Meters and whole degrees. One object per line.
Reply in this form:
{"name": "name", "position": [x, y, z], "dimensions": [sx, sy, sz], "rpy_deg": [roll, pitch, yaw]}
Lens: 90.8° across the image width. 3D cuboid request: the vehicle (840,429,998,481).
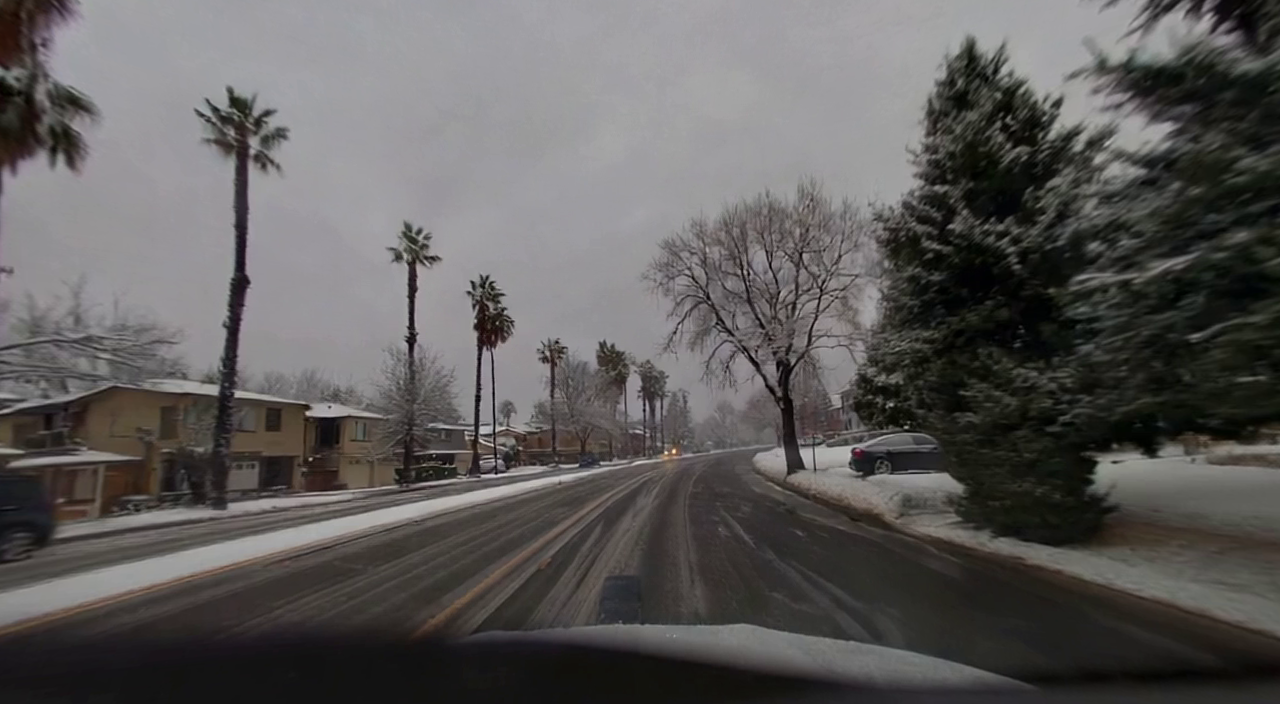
{"name": "vehicle", "position": [9.735, 3.633, 22.367], "dimensions": [4.646, 1.687, 1.975], "rpy_deg": [-1, -8, 2]}
